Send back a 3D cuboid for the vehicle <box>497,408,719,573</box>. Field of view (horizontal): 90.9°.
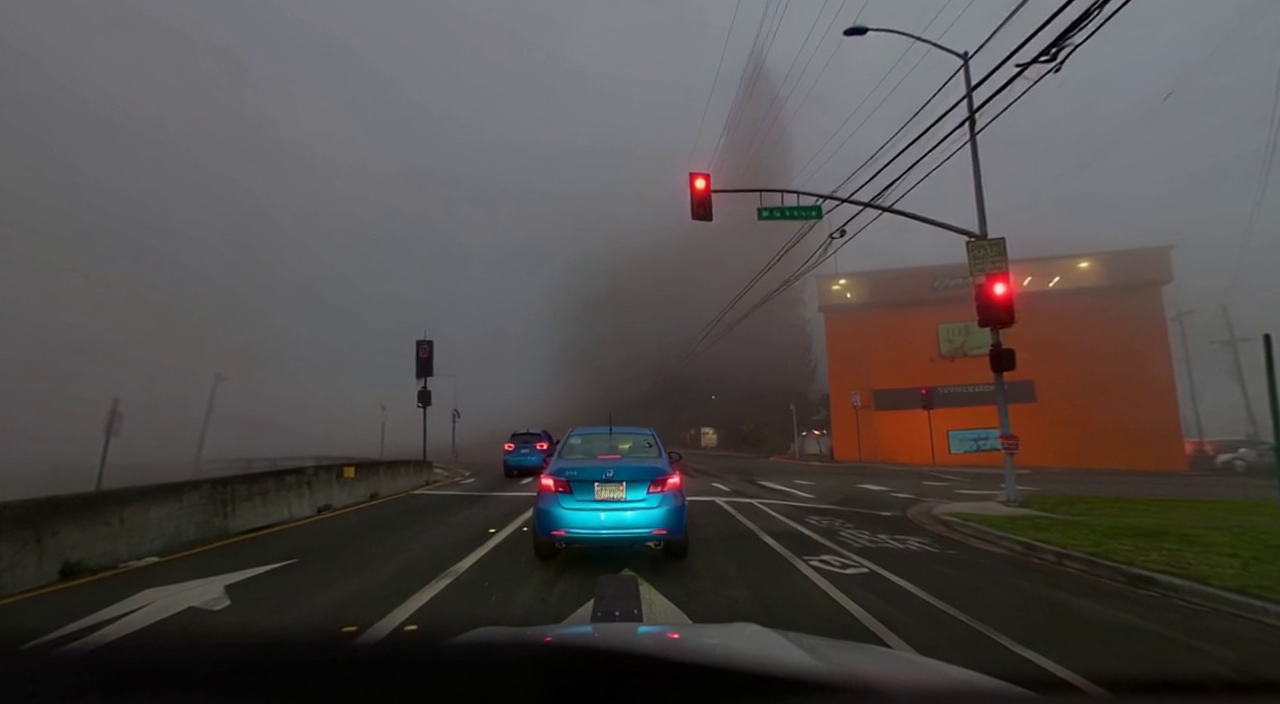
[{"bbox_3d":[-0.302,1.583,7.940,2.123,1.566,3.662,0,-8,0],"label":"vehicle"}]
